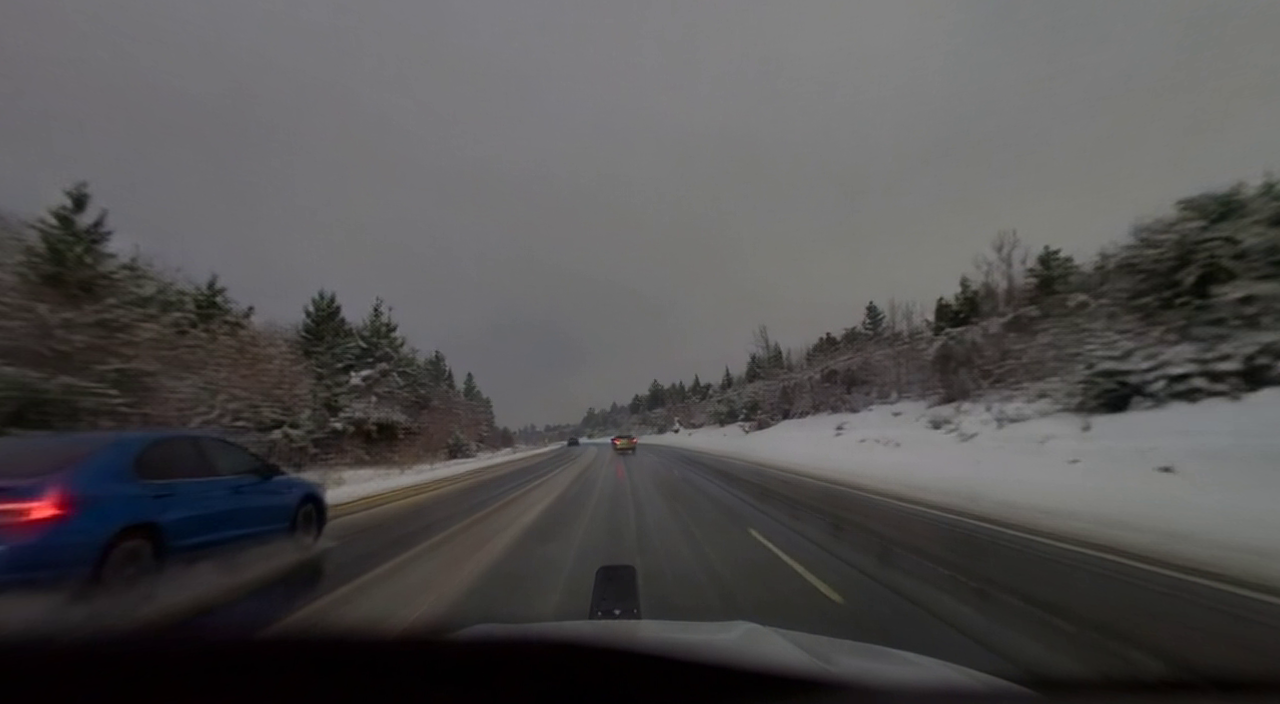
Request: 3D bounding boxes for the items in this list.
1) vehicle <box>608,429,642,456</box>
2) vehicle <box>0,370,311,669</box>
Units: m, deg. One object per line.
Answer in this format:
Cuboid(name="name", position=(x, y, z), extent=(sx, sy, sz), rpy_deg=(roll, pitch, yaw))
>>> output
Cuboid(name="vehicle", position=(-1.020, 5.783, 40.169), extent=(2.041, 1.618, 3.898), rpy_deg=(0, -8, -3))
Cuboid(name="vehicle", position=(-4.543, 1.032, 4.294), extent=(2.039, 1.627, 4.844), rpy_deg=(0, -8, -1))
